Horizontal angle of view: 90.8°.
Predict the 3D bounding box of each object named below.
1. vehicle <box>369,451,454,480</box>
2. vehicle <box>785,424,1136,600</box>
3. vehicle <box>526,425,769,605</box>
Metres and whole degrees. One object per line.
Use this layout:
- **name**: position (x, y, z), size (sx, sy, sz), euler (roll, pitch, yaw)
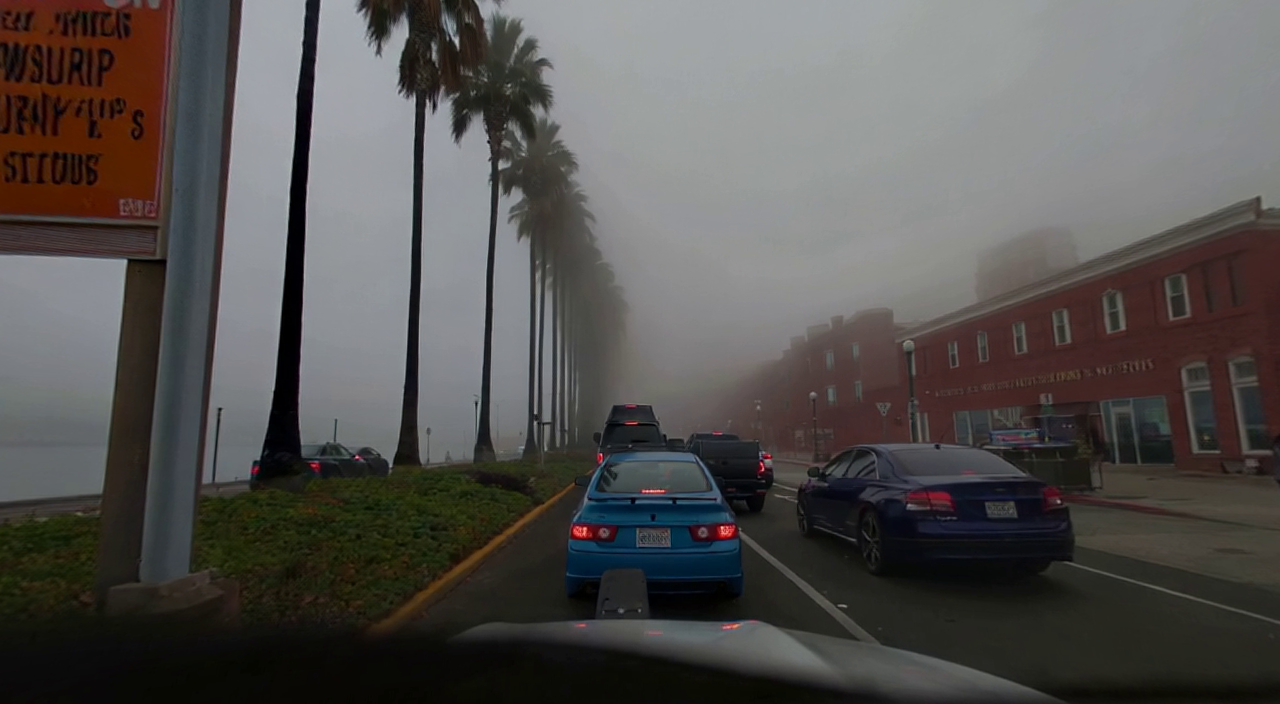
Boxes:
- **vehicle**: position (-14.949, 7.471, 41.654), size (4.852, 1.802, 2.104), euler (1, -8, -6)
- **vehicle**: position (3.275, 1.714, 7.712), size (1.920, 1.490, 4.417), euler (0, -9, -1)
- **vehicle**: position (0.058, 1.666, 7.267), size (2.048, 1.503, 3.681), euler (0, -9, 0)
